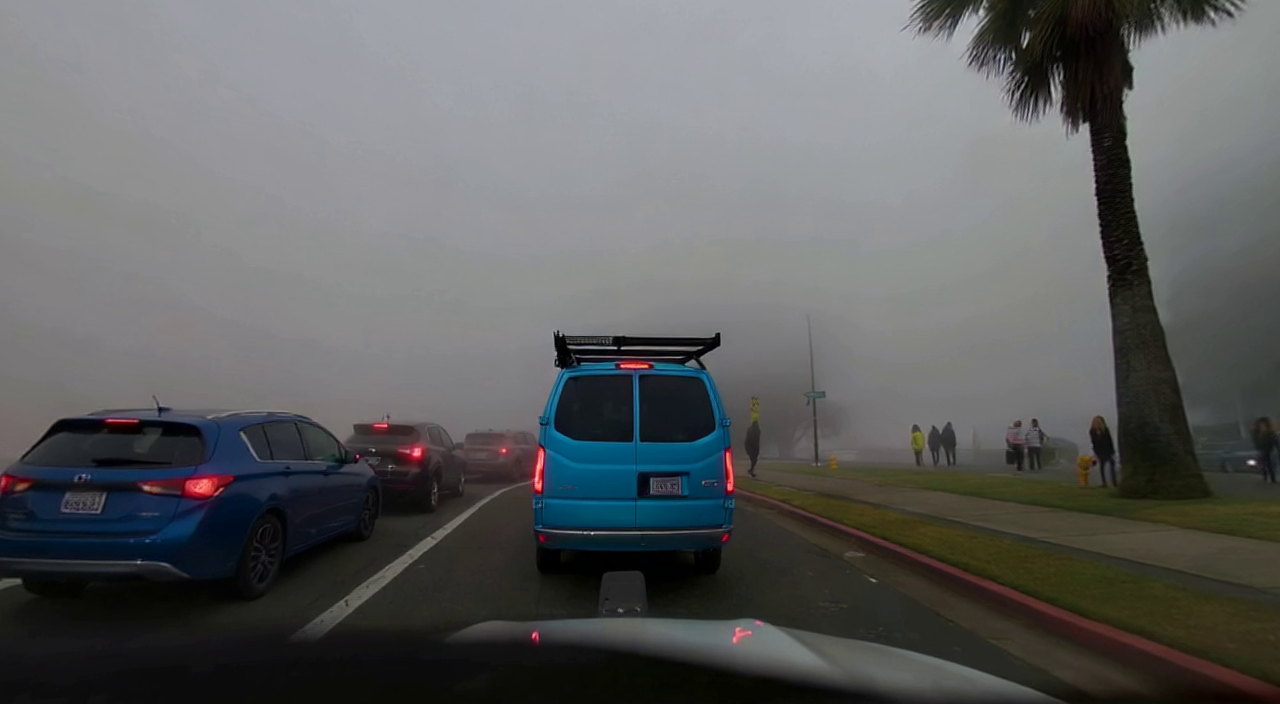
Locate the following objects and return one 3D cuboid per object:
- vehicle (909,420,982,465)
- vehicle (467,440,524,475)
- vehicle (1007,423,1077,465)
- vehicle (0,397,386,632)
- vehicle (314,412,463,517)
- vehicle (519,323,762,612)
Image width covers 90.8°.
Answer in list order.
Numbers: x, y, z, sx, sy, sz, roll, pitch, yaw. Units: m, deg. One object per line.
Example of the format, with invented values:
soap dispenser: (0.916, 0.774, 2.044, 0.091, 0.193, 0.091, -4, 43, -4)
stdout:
vehicle: (12.654, 3.754, 26.045, 2.046, 1.675, 3.924, -6, -10, 33)
vehicle: (-6.827, 4.891, 29.587, 1.818, 1.479, 4.428, 4, -9, -22)
vehicle: (15.799, 3.612, 24.726, 2.048, 1.475, 3.972, -6, -10, 34)
vehicle: (-4.382, 1.470, 6.678, 1.986, 1.643, 4.315, 1, -9, -6)
vehicle: (-5.215, 2.392, 13.896, 2.089, 1.854, 5.022, 2, -9, -11)
vehicle: (-0.204, 1.206, 7.176, 1.902, 2.238, 4.263, 1, -9, -6)
